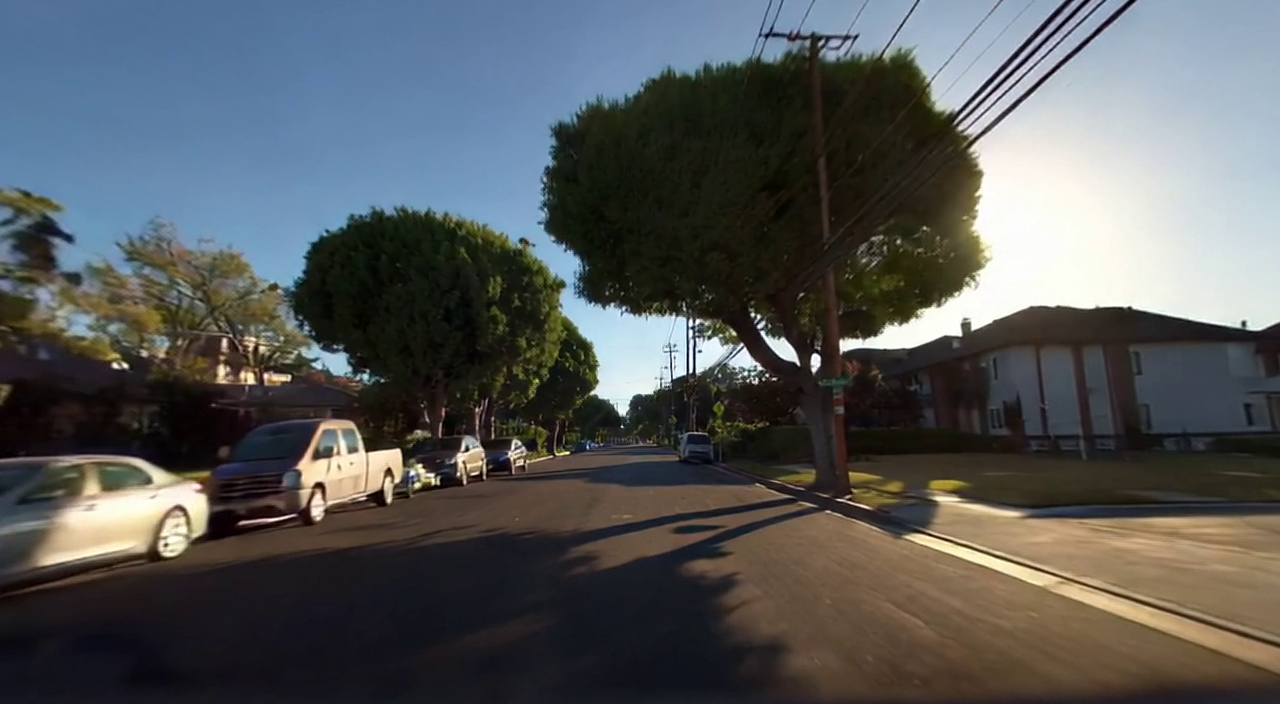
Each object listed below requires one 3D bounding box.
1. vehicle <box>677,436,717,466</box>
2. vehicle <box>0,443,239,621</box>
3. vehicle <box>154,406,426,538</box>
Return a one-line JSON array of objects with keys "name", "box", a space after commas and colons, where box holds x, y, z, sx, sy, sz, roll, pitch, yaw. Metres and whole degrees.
[{"name": "vehicle", "box": [3.572, 6.343, 40.552, 2.138, 1.766, 5.129, 0, -8, 0]}, {"name": "vehicle", "box": [-6.268, 1.627, 6.143, 1.890, 1.453, 4.430, 0, -8, -2]}, {"name": "vehicle", "box": [-6.383, 2.269, 12.608, 2.222, 2.022, 5.547, 0, -8, 0]}]
